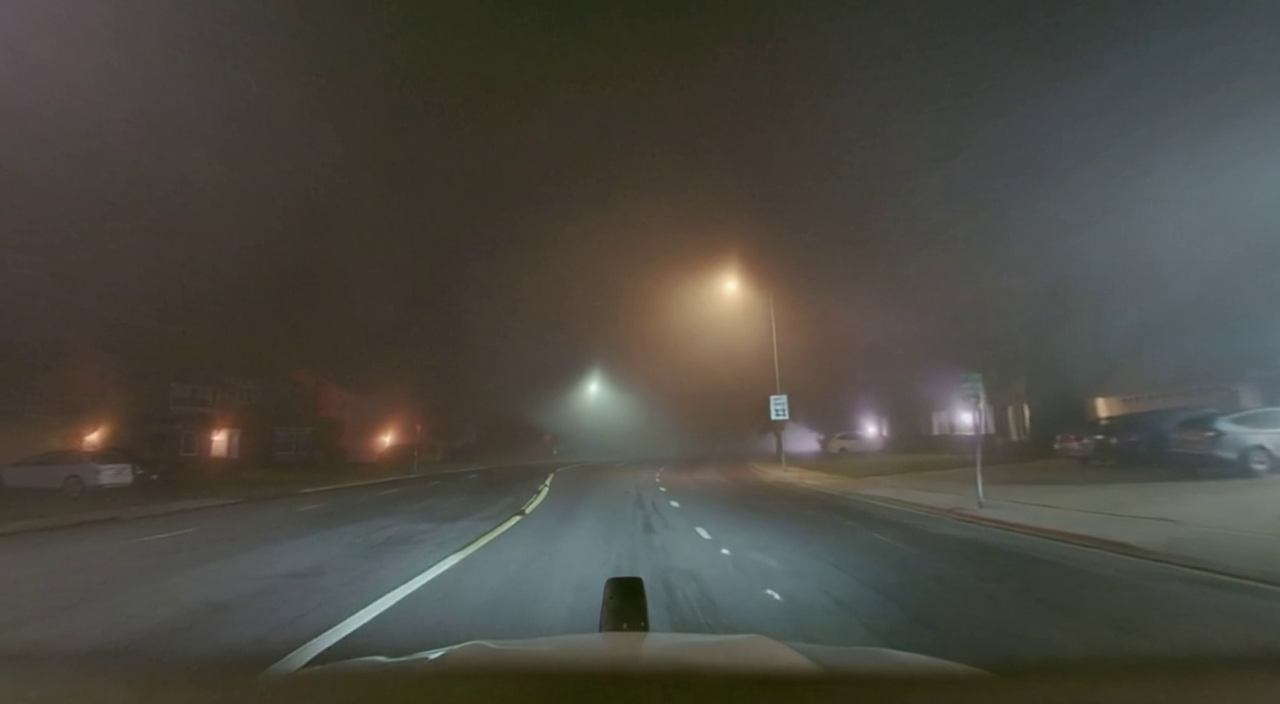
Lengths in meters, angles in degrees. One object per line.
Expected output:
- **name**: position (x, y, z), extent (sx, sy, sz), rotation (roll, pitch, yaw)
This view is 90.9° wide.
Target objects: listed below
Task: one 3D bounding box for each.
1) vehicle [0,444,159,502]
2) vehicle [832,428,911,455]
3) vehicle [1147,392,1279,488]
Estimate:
- **vehicle**: position (-20.049, 4.118, 21.716), extent (4.879, 1.854, 2.265), rotation (1, -9, -6)
- **vehicle**: position (15.539, 6.058, 42.557), extent (4.766, 1.789, 1.939), rotation (-2, -9, 15)
- **vehicle**: position (14.347, 1.744, 13.485), extent (4.730, 1.808, 2.199), rotation (-7, -10, 14)
